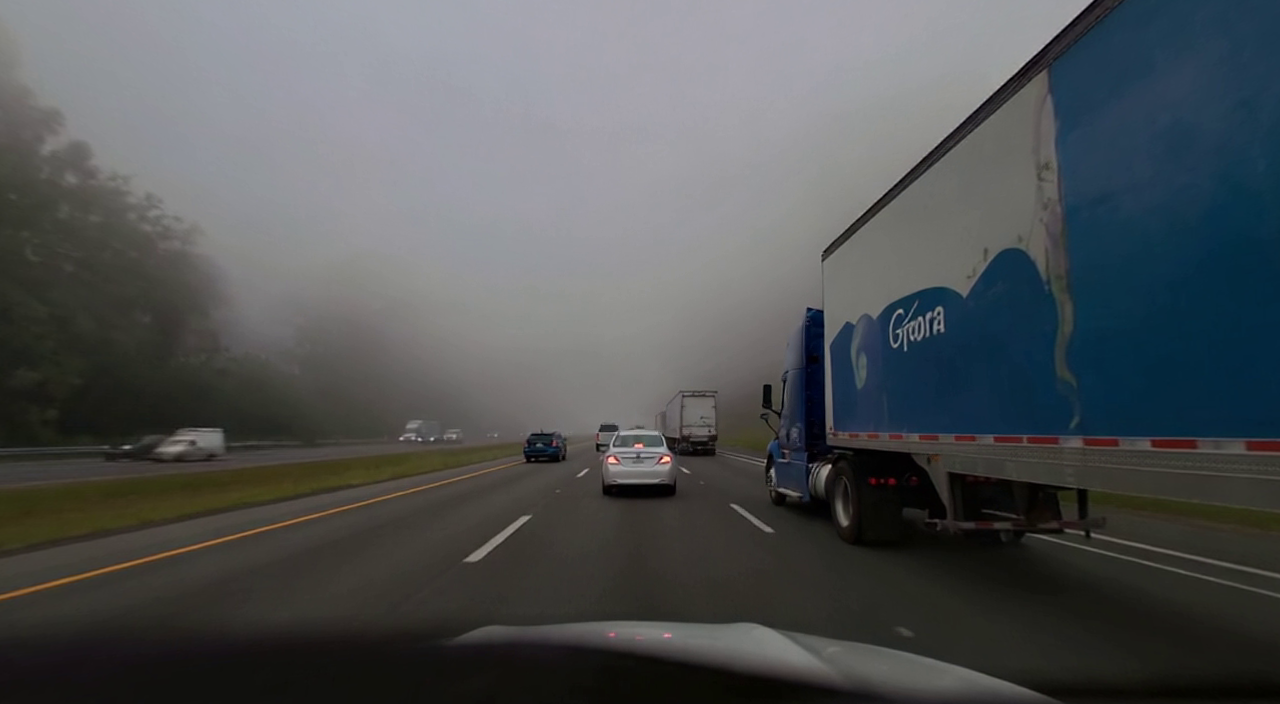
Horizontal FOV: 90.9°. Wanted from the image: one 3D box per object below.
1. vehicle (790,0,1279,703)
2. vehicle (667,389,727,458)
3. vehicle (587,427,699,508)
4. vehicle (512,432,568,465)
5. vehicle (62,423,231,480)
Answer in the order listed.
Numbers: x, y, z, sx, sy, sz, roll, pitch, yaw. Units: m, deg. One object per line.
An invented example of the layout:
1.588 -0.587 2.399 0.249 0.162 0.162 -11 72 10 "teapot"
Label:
4.127 -0.155 3.920 2.816 4.070 14.136 0 -8 0 "vehicle"
3.690 5.174 44.589 2.869 4.067 13.731 0 -8 0 "vehicle"
0.010 2.327 13.195 2.021 1.435 3.611 0 -8 -2 "vehicle"
-4.710 4.601 30.374 1.983 1.434 4.451 0 -8 0 "vehicle"
-19.761 3.974 25.704 2.338 2.020 5.417 0 -7 2 "vehicle"
